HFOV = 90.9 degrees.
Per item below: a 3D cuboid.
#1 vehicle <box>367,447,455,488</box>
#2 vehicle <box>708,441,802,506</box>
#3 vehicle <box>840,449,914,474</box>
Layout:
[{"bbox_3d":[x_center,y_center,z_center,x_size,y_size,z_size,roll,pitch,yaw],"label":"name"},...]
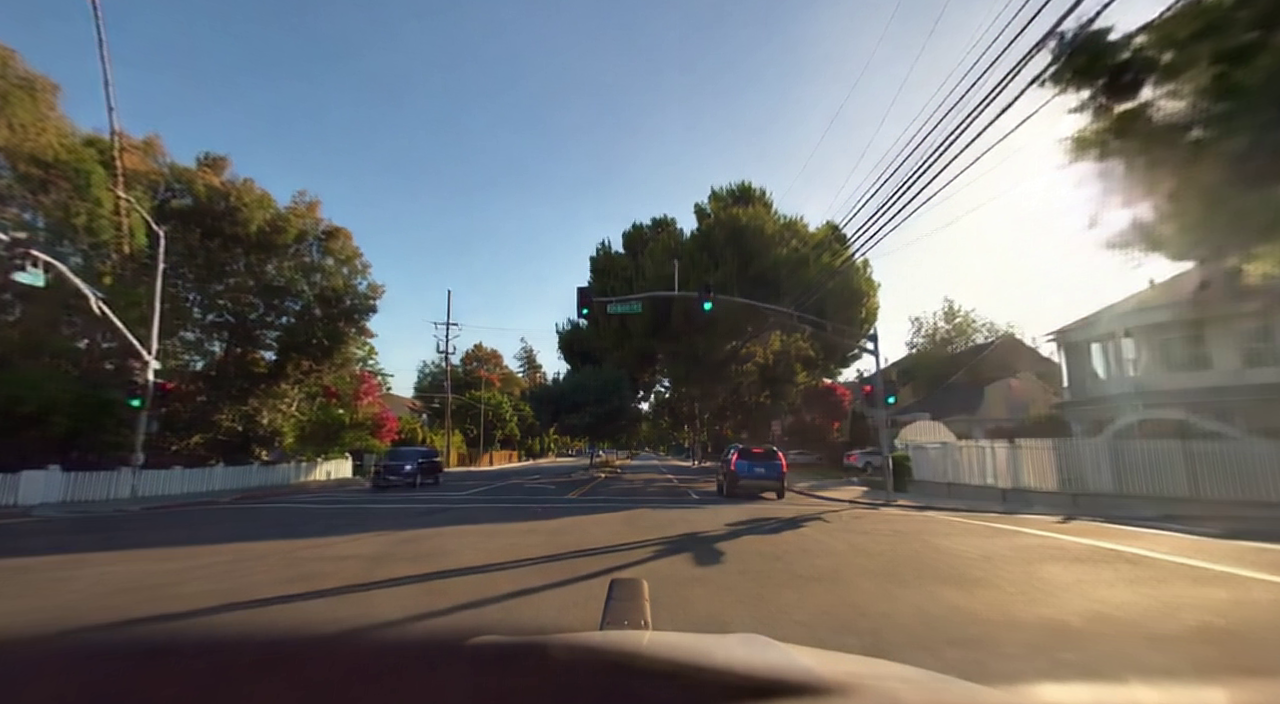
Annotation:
[{"bbox_3d":[-10.191,5.157,28.487,2.241,1.620,4.511,-2,-9,1],"label":"vehicle"},{"bbox_3d":[3.576,3.867,20.655,2.144,1.843,4.827,0,-9,0],"label":"vehicle"},{"bbox_3d":[15.541,7.196,41.487,4.135,1.558,1.929,0,-8,3],"label":"vehicle"}]
